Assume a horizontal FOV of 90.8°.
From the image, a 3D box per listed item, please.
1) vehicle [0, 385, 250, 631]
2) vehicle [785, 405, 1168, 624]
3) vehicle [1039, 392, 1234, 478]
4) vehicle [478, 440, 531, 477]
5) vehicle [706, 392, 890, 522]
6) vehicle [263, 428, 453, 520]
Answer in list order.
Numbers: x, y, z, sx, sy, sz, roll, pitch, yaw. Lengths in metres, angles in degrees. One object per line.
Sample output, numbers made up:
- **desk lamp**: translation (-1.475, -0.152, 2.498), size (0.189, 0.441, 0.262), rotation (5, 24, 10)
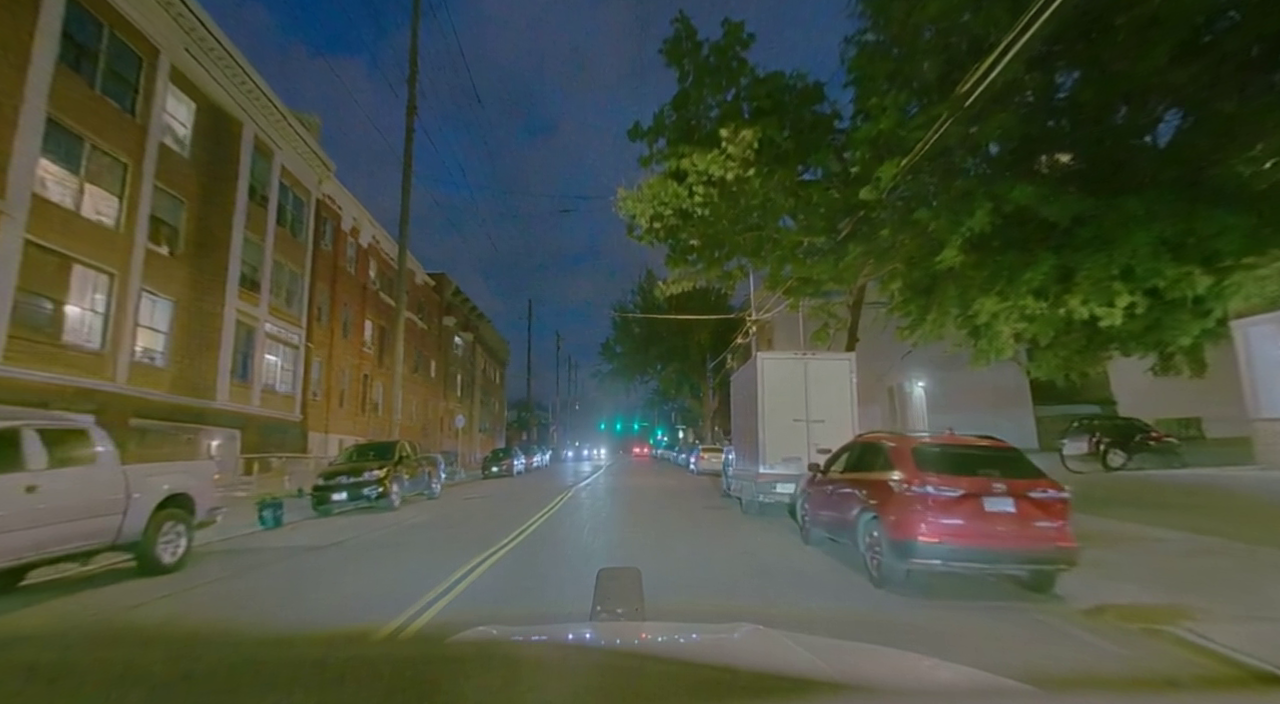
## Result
- **vehicle**: translation (-6.694, 1.435, 6.012), size (2.235, 2.119, 6.061), rotation (0, -8, -2)
- **vehicle**: translation (3.086, 1.550, 6.974), size (1.896, 1.675, 4.000), rotation (0, -8, -2)
- **vehicle**: translation (14.868, 2.536, 19.125), size (4.234, 1.965, 2.025), rotation (7, -9, 2)
- **vehicle**: translation (-7.019, 5.563, 33.292), size (1.930, 1.756, 4.955), rotation (0, -8, -3)
- **vehicle**: translation (3.027, 2.229, 13.841), size (2.480, 2.230, 5.704), rotation (0, -8, -1)
- **vehicle**: translation (-6.789, 2.990, 16.204), size (2.259, 1.899, 5.643), rotation (0, -8, 0)
